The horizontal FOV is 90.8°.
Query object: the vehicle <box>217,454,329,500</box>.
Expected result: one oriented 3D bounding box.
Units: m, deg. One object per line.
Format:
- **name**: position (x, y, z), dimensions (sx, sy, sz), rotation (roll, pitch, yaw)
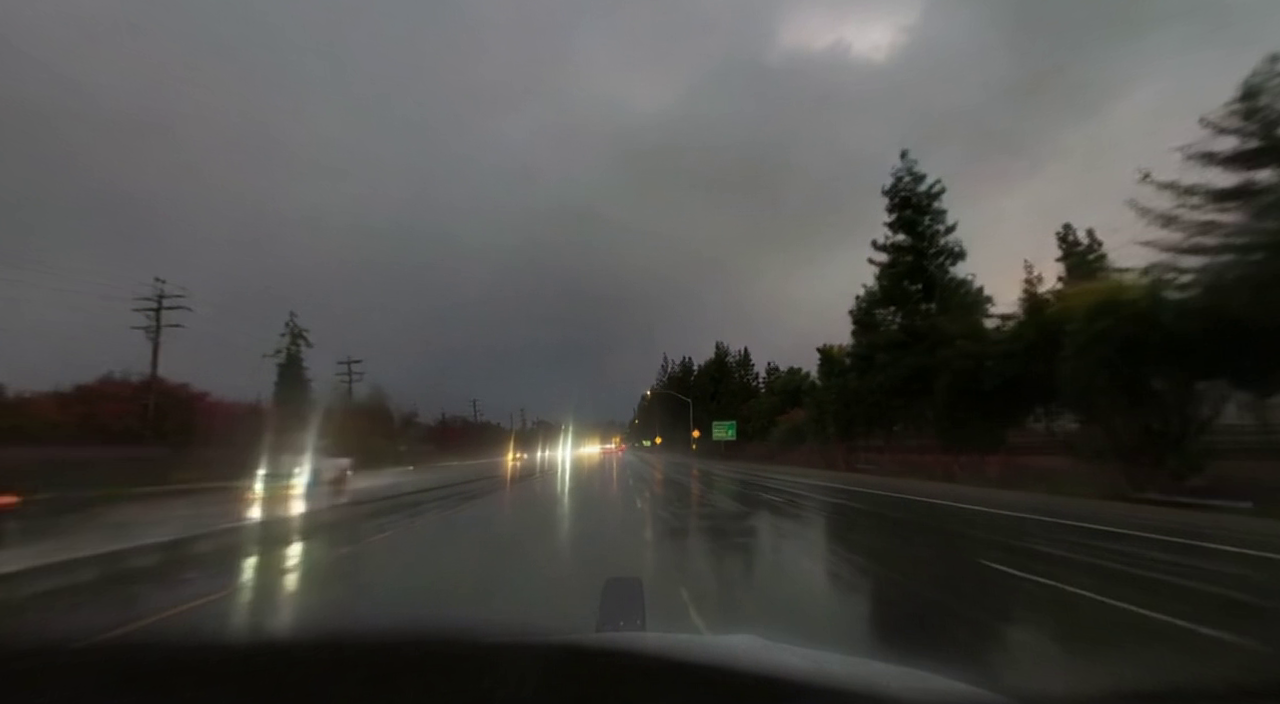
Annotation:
- **vehicle**: position (-14.870, 5.040, 25.919), dimensions (2.051, 1.664, 4.484), rotation (0, -9, -2)
